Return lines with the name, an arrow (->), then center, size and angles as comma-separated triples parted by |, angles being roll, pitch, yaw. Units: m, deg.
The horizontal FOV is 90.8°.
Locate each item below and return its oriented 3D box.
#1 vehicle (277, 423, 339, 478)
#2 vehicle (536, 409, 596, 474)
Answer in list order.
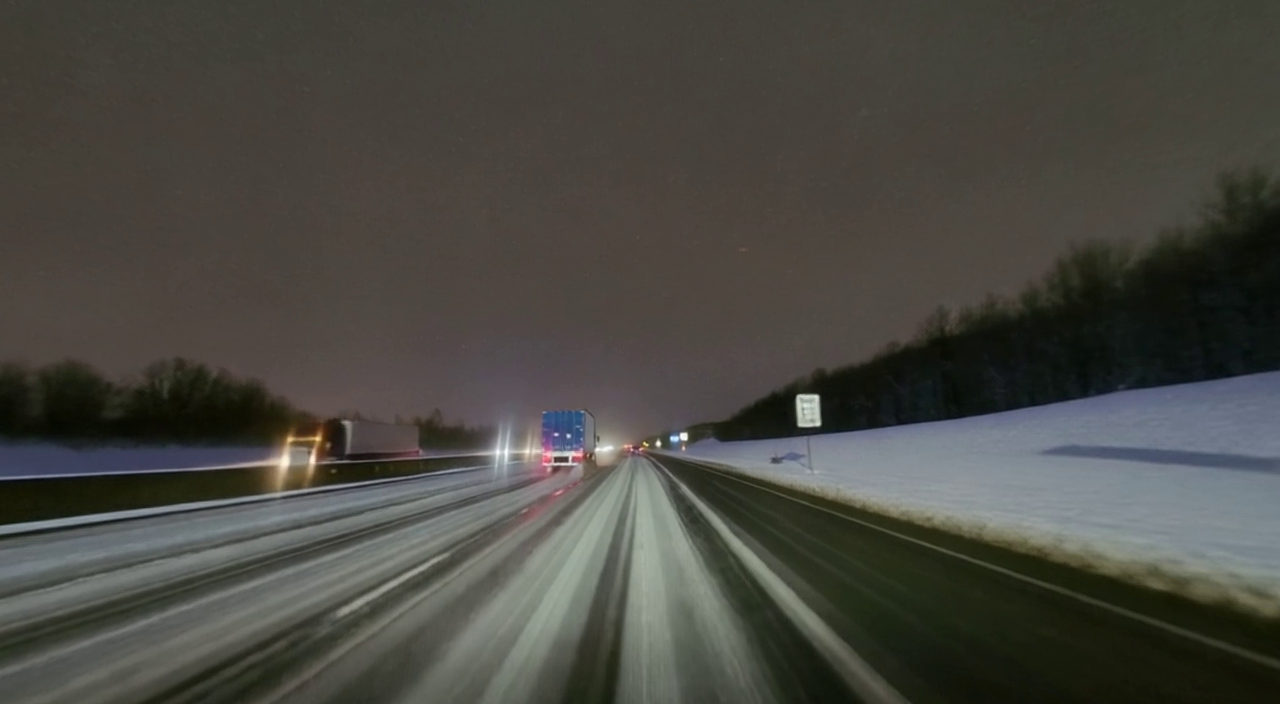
vehicle -> -24.481, 7.262, 46.673 | 2.906, 3.916, 2.637 | 0, -9, -1
vehicle -> -4.258, 5.398, 37.660 | 2.707, 3.461, 7.191 | 0, -9, 0
